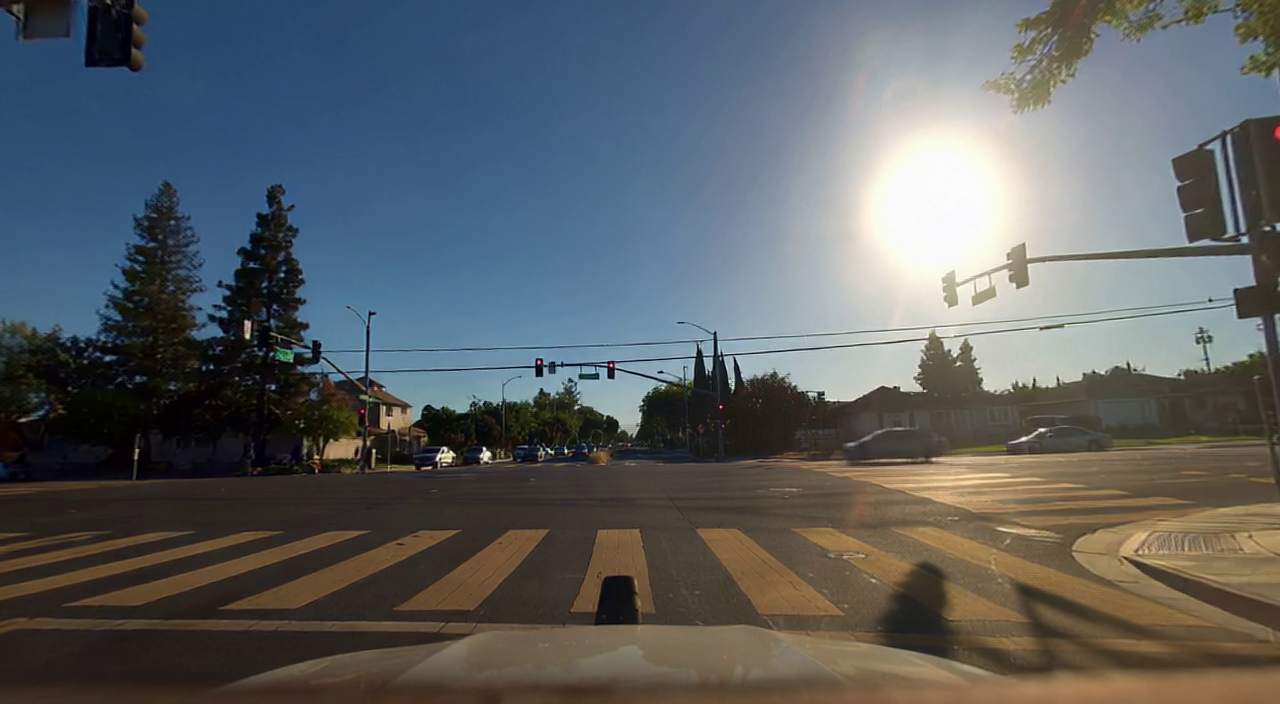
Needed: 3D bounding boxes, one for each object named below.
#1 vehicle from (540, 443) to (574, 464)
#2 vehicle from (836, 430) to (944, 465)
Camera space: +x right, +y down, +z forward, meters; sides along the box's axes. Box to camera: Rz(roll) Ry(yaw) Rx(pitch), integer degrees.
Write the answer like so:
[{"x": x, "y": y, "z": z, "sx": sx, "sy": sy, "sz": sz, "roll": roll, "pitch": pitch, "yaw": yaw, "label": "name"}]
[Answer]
[{"x": -6.129, "y": 7.522, "z": 47.048, "sx": 1.936, "sy": 1.444, "sz": 4.168, "roll": 0, "pitch": -8, "yaw": 0, "label": "vehicle"}, {"x": 12.798, "y": 4.948, "z": 32.614, "sx": 4.706, "sy": 1.710, "sz": 1.932, "roll": -1, "pitch": -8, "yaw": 5, "label": "vehicle"}]
